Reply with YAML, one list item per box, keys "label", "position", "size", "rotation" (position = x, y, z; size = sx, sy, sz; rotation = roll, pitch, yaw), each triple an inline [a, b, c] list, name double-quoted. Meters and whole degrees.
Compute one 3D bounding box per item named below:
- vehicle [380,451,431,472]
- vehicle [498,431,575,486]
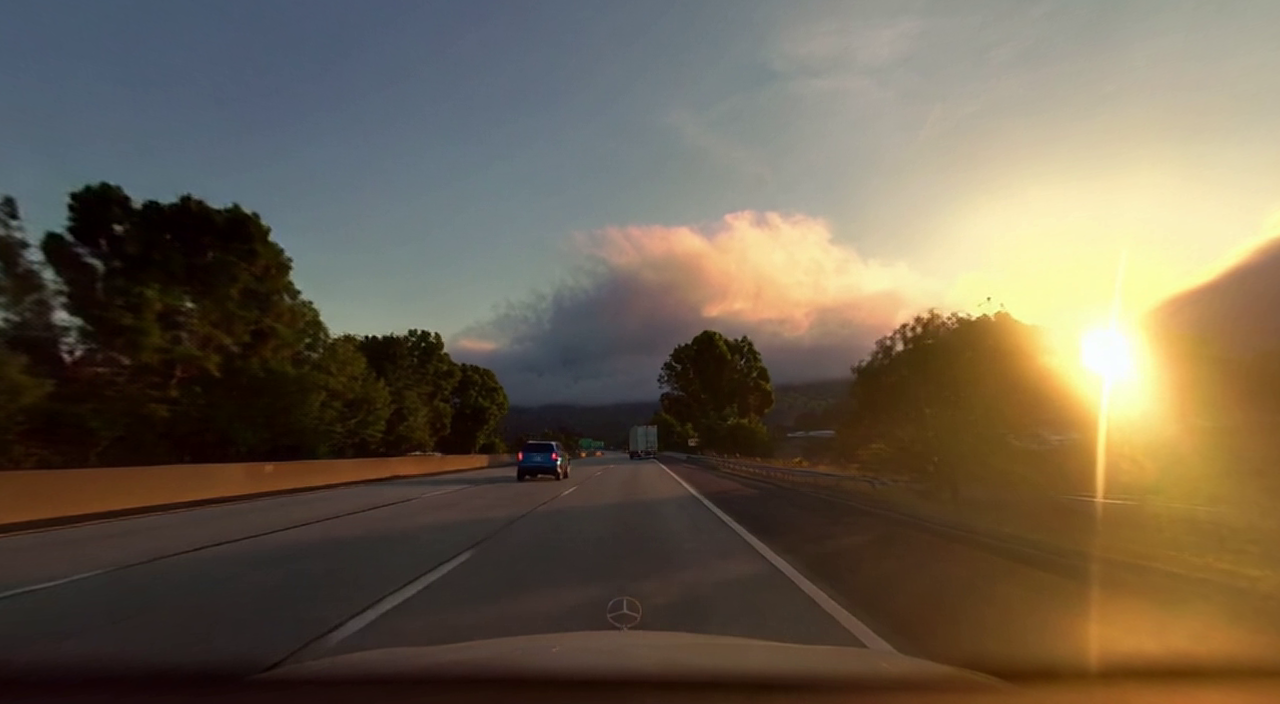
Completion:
- label: "vehicle"
  position: [-16.950, 7.907, 45.787]
  size: [1.899, 1.457, 4.617]
  rotation: [0, -9, 0]
- label: "vehicle"
  position: [-3.939, 4.187, 25.012]
  size: [2.124, 1.888, 5.226]
  rotation: [0, -9, 0]
